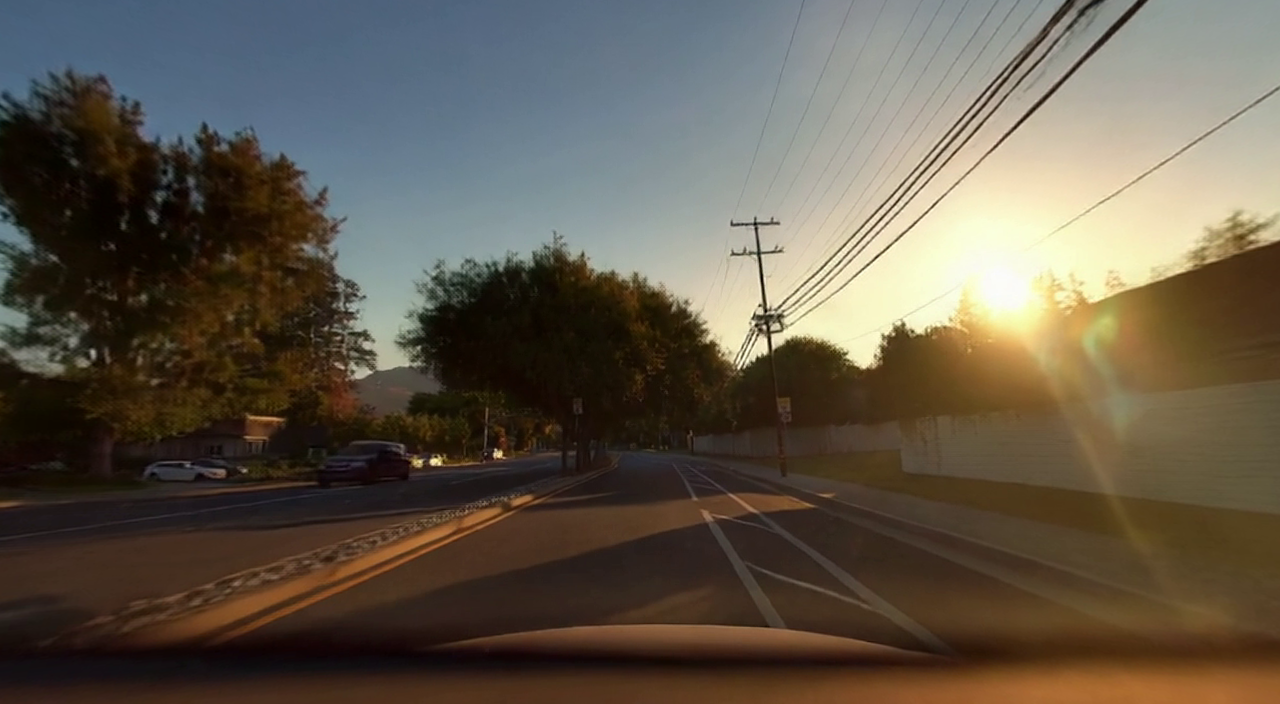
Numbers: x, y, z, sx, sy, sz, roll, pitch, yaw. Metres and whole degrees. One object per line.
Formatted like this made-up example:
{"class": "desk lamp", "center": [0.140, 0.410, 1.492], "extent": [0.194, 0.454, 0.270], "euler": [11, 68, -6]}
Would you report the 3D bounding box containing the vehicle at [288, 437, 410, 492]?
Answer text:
{"class": "vehicle", "center": [-11.129, 4.315, 24.632], "extent": [2.336, 1.905, 4.908], "euler": [0, -8, 1]}
